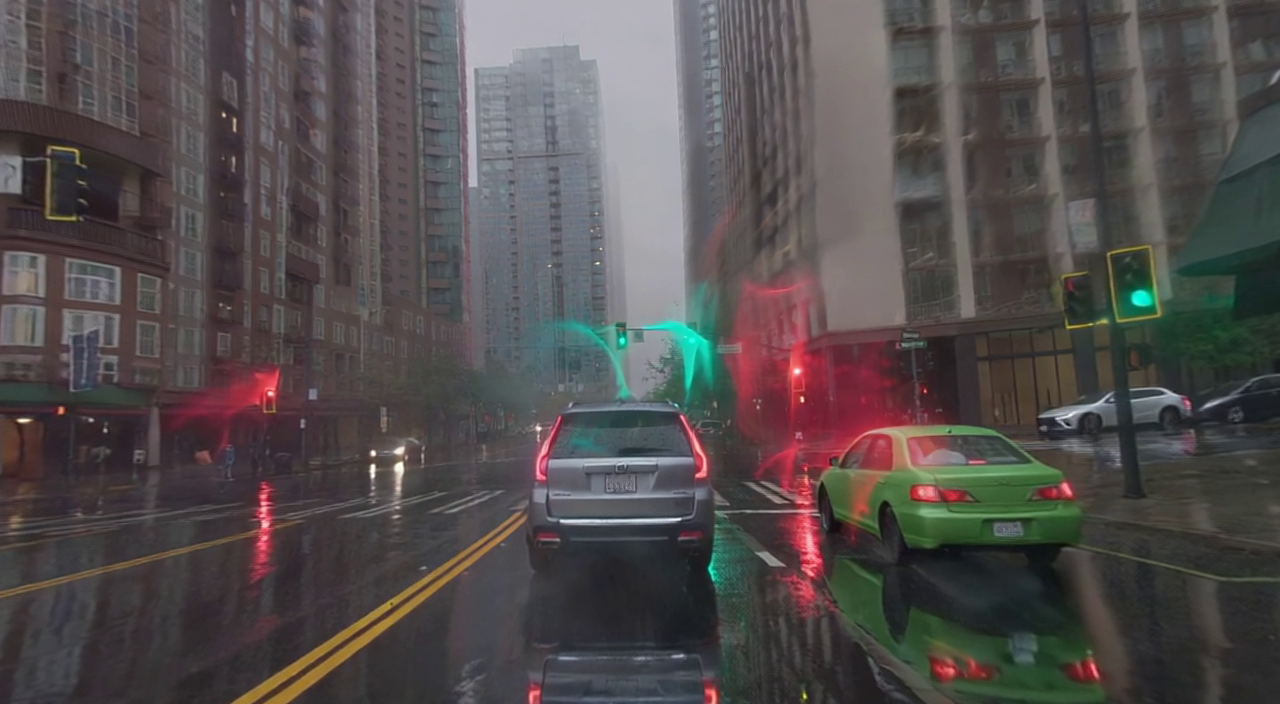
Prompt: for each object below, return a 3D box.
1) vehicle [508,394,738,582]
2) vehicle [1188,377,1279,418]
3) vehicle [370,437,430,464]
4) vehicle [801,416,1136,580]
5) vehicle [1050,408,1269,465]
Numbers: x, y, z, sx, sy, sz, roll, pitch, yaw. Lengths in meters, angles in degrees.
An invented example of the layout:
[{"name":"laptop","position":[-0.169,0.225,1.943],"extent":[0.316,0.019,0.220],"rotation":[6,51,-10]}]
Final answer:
[{"name":"vehicle","position":[-0.146,1.596,8.128],"extent":[2.168,1.776,4.135],"rotation":[0,-8,0]},{"name":"vehicle","position":[26.564,1.986,27.163],"extent":[4.287,1.639,1.729],"rotation":[0,-8,1]},{"name":"vehicle","position":[-16.220,6.674,43.030],"extent":[2.132,1.710,4.504],"rotation":[0,-8,2]},{"name":"vehicle","position":[3.691,1.719,8.302],"extent":[1.987,1.538,4.510],"rotation":[0,-8,0]},{"name":"vehicle","position":[14.272,2.371,17.577],"extent":[4.354,1.466,1.863],"rotation":[0,-8,2]}]
